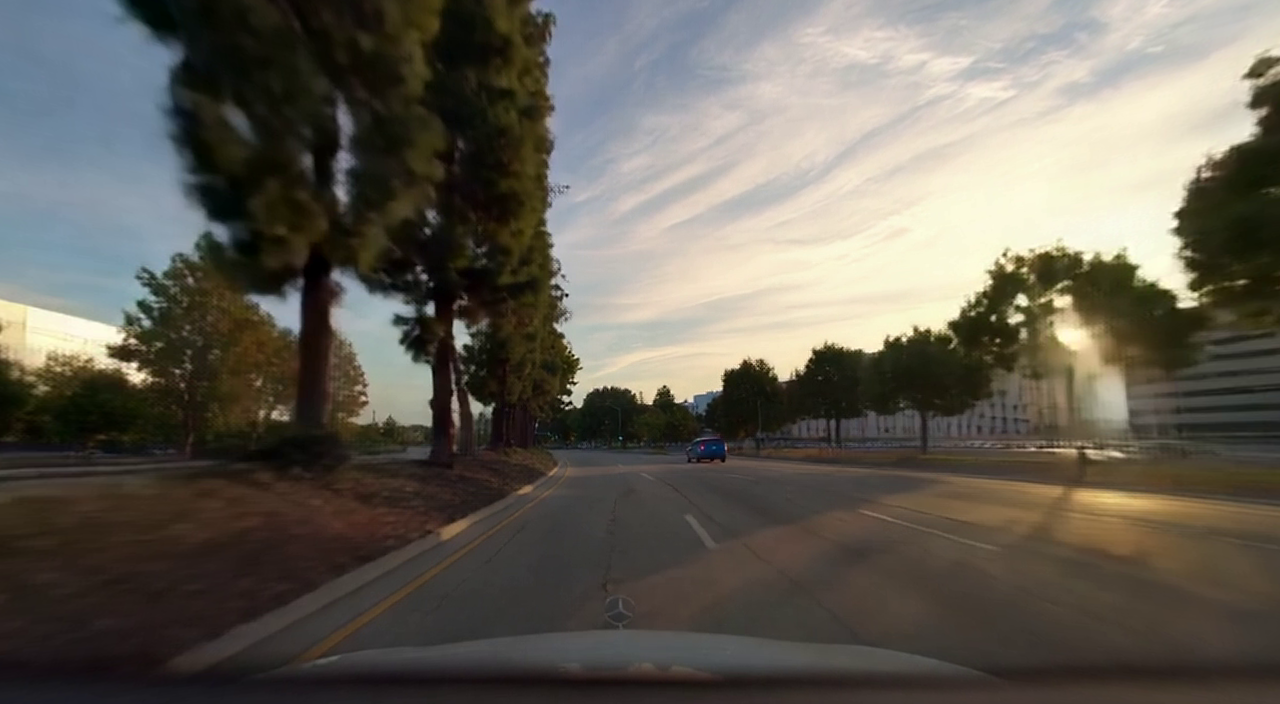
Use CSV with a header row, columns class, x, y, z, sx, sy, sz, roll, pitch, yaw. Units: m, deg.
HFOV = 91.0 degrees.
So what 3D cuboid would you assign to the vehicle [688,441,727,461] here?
class,x,y,z,sx,sy,sz,roll,pitch,yaw
vehicle,5.288,7.844,49.897,1.908,1.483,4.474,1,-9,-9
